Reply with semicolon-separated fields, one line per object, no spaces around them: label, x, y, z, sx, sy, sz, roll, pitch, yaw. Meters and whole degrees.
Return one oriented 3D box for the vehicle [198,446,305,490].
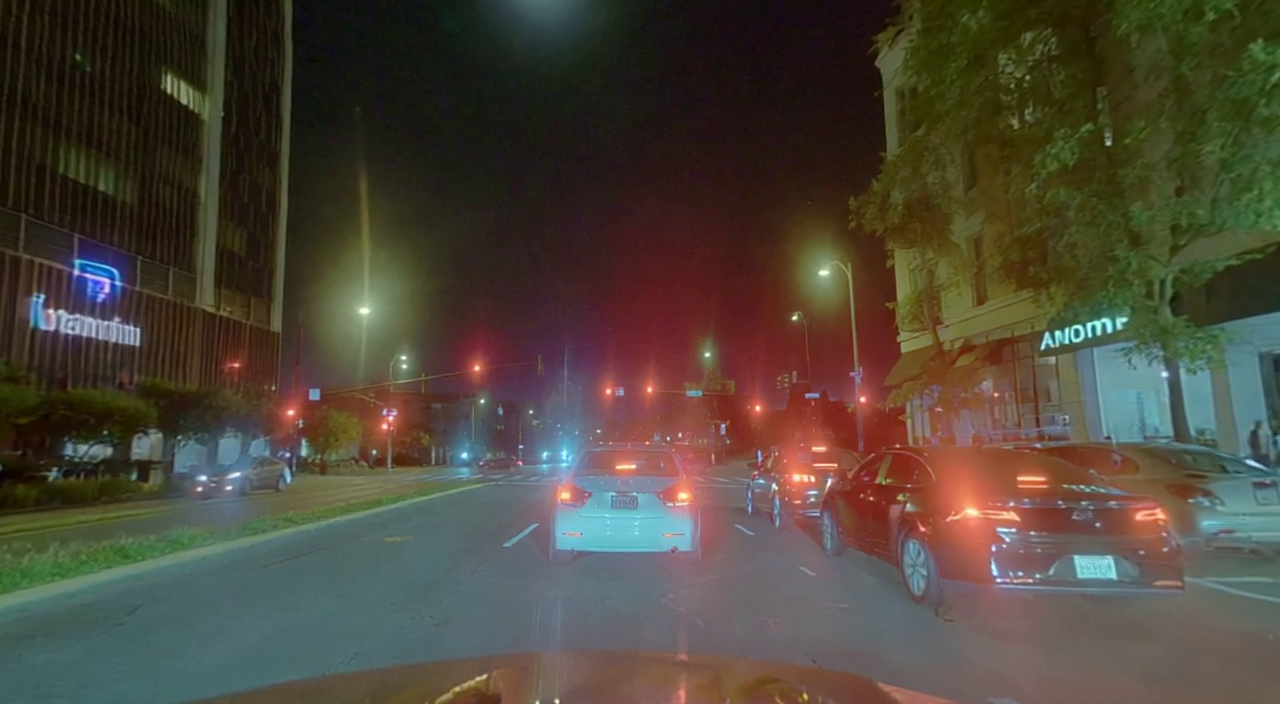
vehicle;-15.517;4.628;25.547;1.933;1.614;4.042;0;-9;-4

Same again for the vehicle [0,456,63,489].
vehicle;-31.731;5.998;31.558;1.913;1.531;4.000;-9;-12;43

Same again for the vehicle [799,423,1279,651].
vehicle;3.207;1.546;6.436;1.912;1.454;4.537;0;-9;-1

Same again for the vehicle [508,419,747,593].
vehicle;-0.145;1.671;7.678;2.118;1.512;4.013;0;-9;-1
